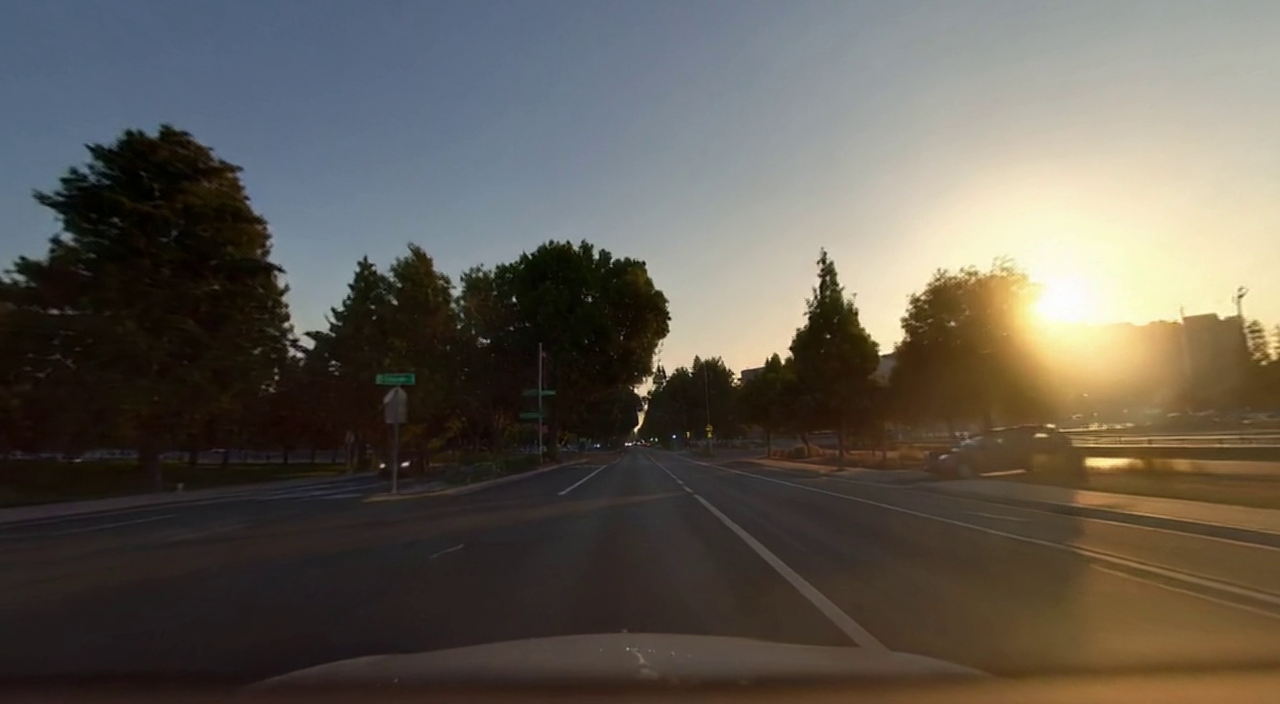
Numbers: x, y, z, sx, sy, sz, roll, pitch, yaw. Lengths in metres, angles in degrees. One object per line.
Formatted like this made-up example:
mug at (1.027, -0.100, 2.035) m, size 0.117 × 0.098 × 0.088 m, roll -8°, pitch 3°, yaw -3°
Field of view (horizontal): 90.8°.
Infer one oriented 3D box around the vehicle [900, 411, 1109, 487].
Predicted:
vehicle at (12.346, 3.294, 21.738) m, size 5.581 × 1.926 × 2.324 m, roll -5°, pitch -7°, yaw 0°

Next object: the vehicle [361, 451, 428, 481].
vehicle at (-13.563, 6.295, 35.204) m, size 1.892 × 1.486 × 4.487 m, roll -1°, pitch -8°, yaw 0°
